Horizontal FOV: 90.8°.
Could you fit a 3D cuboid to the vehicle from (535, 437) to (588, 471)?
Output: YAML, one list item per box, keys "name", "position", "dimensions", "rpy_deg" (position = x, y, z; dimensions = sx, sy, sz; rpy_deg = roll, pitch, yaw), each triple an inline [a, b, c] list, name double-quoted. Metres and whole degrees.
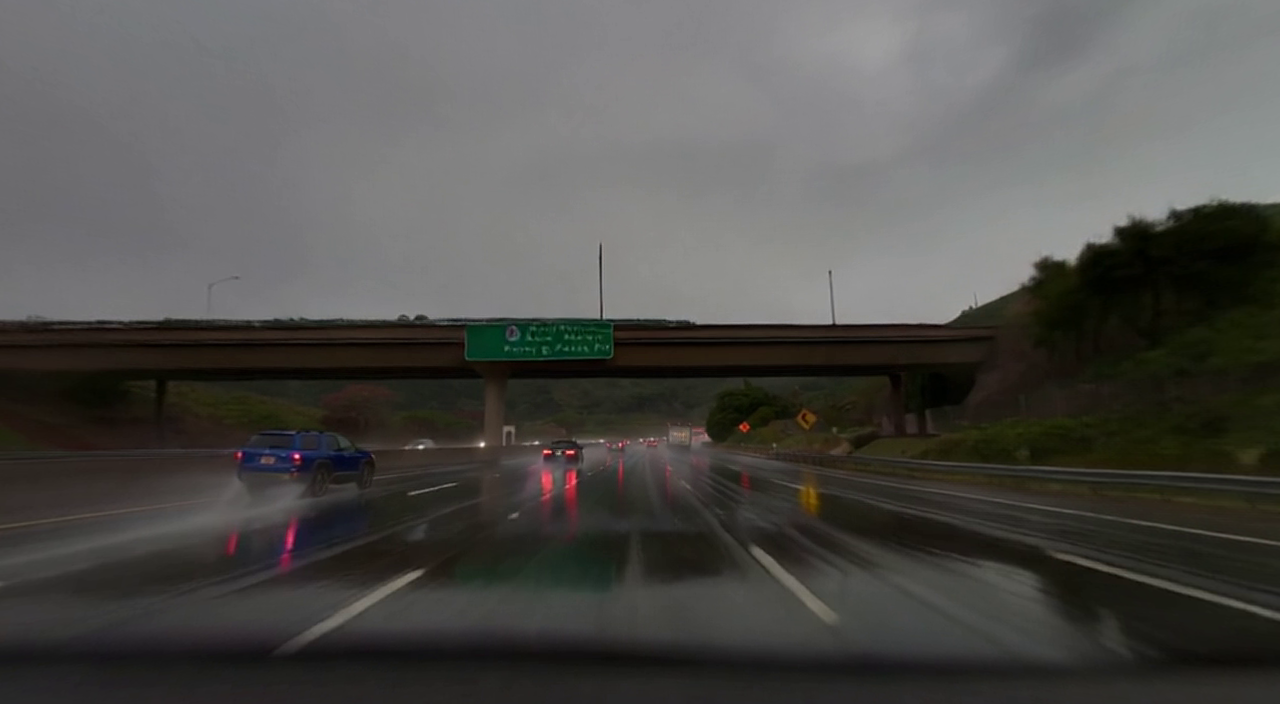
- name: "vehicle"
  position: [-3.726, 4.946, 30.666]
  dimensions: [1.925, 1.509, 4.363]
  rpy_deg: [0, -9, 1]

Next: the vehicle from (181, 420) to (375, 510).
- name: "vehicle"
  position: [-7.742, 2.456, 14.096]
  dimensions: [1.860, 1.694, 4.173]
  rpy_deg: [0, -9, 0]
